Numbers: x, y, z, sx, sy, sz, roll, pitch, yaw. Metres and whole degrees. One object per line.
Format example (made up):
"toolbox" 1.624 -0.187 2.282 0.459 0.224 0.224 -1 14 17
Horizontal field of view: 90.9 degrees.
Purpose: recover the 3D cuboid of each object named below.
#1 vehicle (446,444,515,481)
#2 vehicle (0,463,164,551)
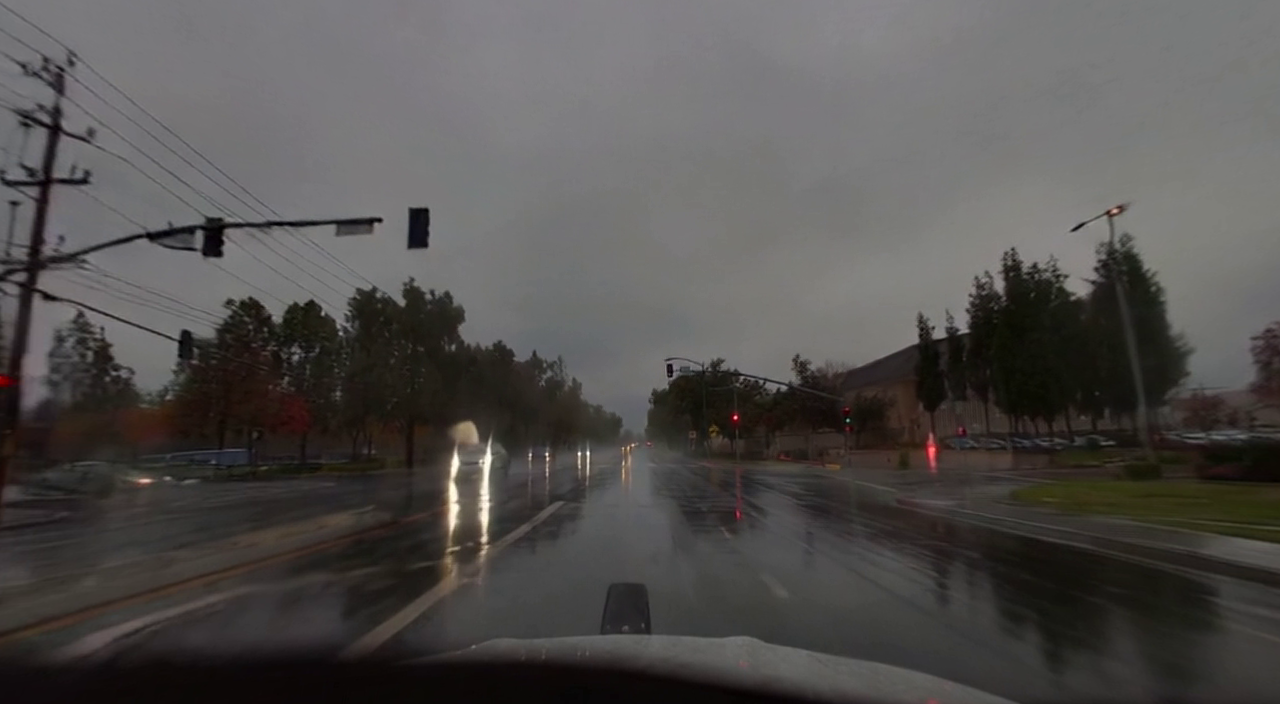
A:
"vehicle" -8.528 5.930 34.301 2.206 1.836 5.559 -1 -8 2
"vehicle" -12.199 3.030 12.729 1.825 1.435 4.211 0 -8 0
